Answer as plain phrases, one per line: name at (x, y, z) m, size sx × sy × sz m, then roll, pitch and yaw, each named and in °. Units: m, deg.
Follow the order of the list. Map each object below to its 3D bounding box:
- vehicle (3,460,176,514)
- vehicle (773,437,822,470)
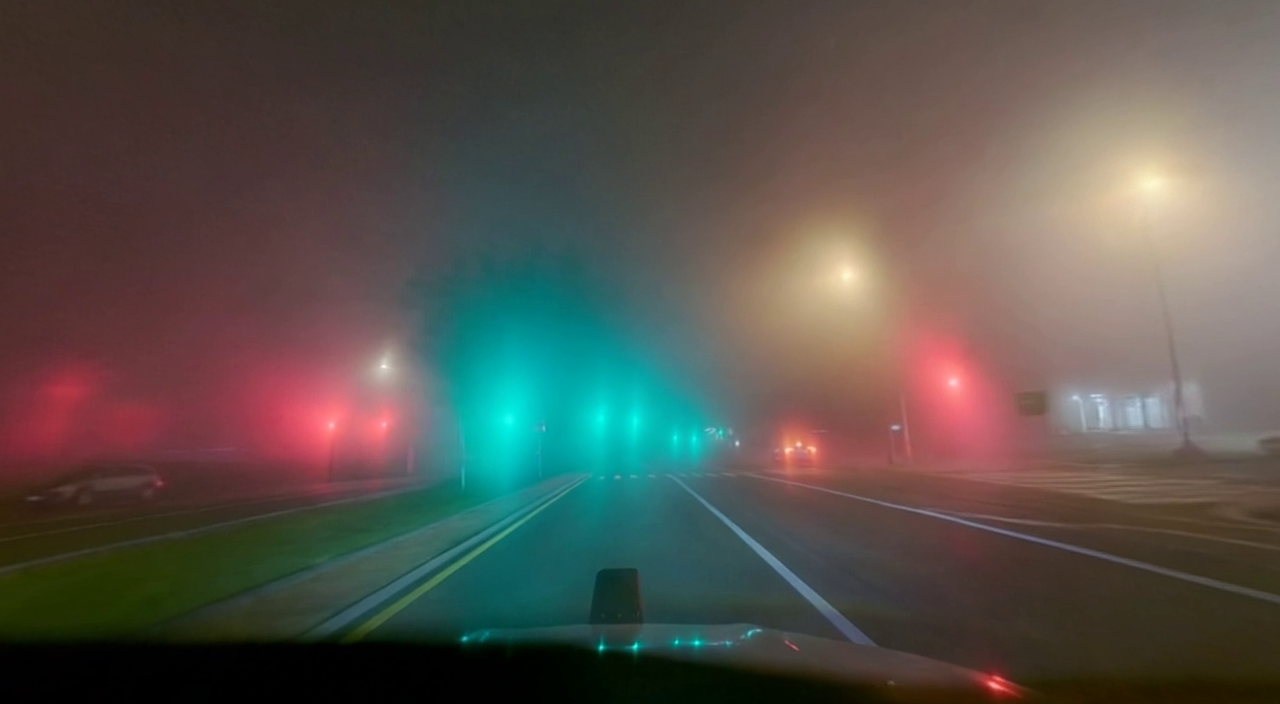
vehicle at (-19.419, 4.753, 22.656) m, size 2.010 × 1.504 × 4.820 m, roll -6°, pitch -10°, yaw -2°
vehicle at (9.969, 6.496, 40.375) m, size 2.101 × 1.957 × 4.718 m, roll -1°, pitch -9°, yaw 3°
